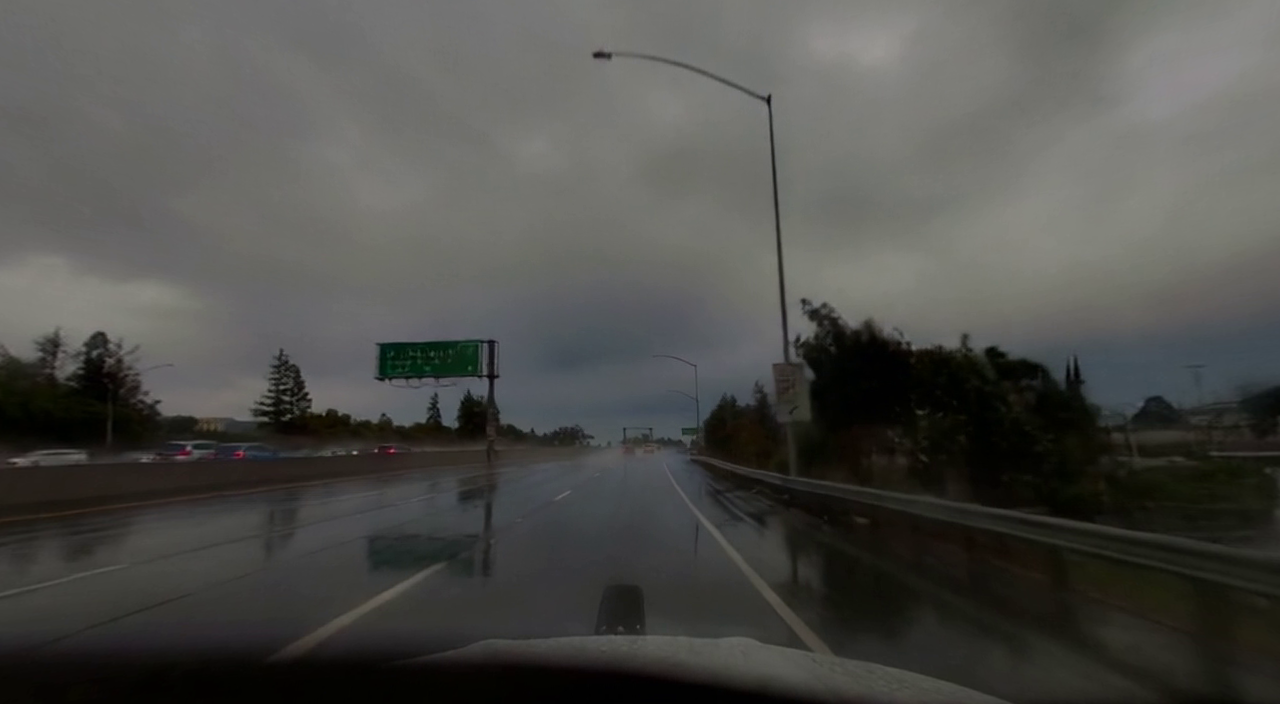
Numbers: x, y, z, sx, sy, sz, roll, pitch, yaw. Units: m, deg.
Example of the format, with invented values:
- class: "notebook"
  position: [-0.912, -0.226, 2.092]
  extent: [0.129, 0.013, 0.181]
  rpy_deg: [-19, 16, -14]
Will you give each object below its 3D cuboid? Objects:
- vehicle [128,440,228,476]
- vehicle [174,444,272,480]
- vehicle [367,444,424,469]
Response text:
- class: "vehicle"
  position: [-23.618, 5.420, 32.562]
  extent: [2.049, 1.718, 4.445]
  rpy_deg: [1, -9, -5]
- class: "vehicle"
  position: [-19.486, 5.141, 29.808]
  extent: [1.829, 1.520, 4.505]
  rpy_deg: [1, -9, -5]
- class: "vehicle"
  position: [-16.072, 6.900, 41.748]
  extent: [2.271, 1.537, 4.029]
  rpy_deg: [0, -9, -3]
